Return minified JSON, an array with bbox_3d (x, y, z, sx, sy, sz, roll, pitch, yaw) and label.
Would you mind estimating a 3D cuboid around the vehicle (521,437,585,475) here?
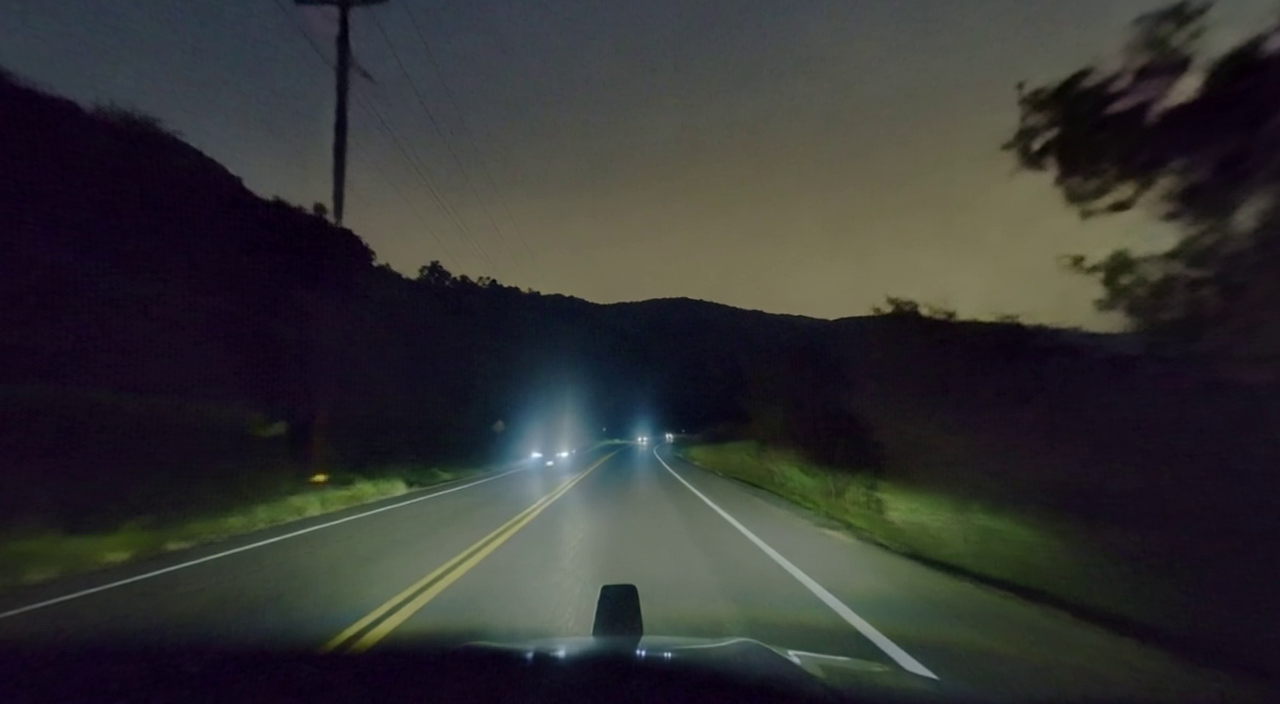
[{"bbox_3d":[-3.674,4.494,27.463,2.083,1.486,4.446,0,-9,1],"label":"vehicle"}]
